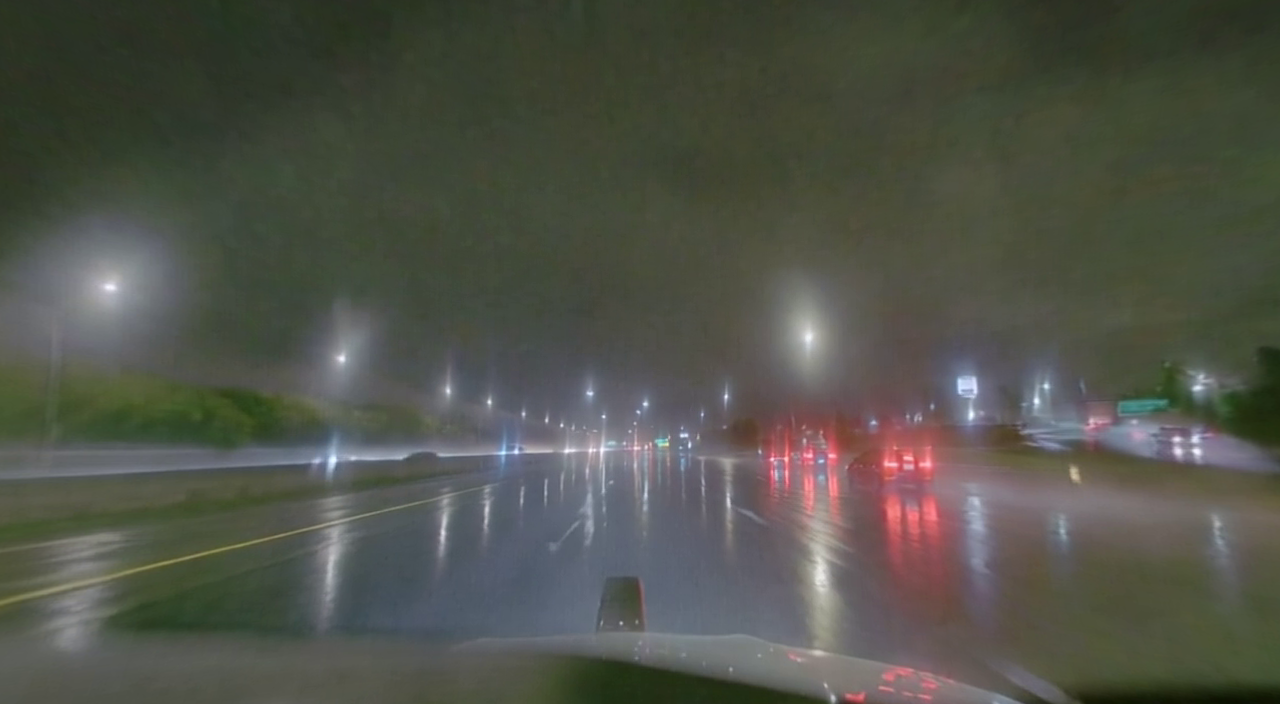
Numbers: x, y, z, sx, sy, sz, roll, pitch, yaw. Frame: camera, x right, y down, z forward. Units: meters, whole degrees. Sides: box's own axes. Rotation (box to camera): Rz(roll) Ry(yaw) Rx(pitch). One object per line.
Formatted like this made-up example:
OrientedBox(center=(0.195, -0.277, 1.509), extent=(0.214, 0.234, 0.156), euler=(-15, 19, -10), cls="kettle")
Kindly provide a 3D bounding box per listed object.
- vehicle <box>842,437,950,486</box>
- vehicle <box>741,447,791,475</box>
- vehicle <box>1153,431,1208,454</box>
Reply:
OrientedBox(center=(11.110, 4.798, 27.943), extent=(2.387, 1.936, 5.646), euler=(0, -9, 0), cls="vehicle")
OrientedBox(center=(7.446, 6.451, 37.672), extent=(2.053, 1.553, 4.463), euler=(0, -9, 0), cls="vehicle")
OrientedBox(center=(41.866, 7.042, 48.857), extent=(2.154, 1.660, 4.444), euler=(-5, -10, 27), cls="vehicle")
